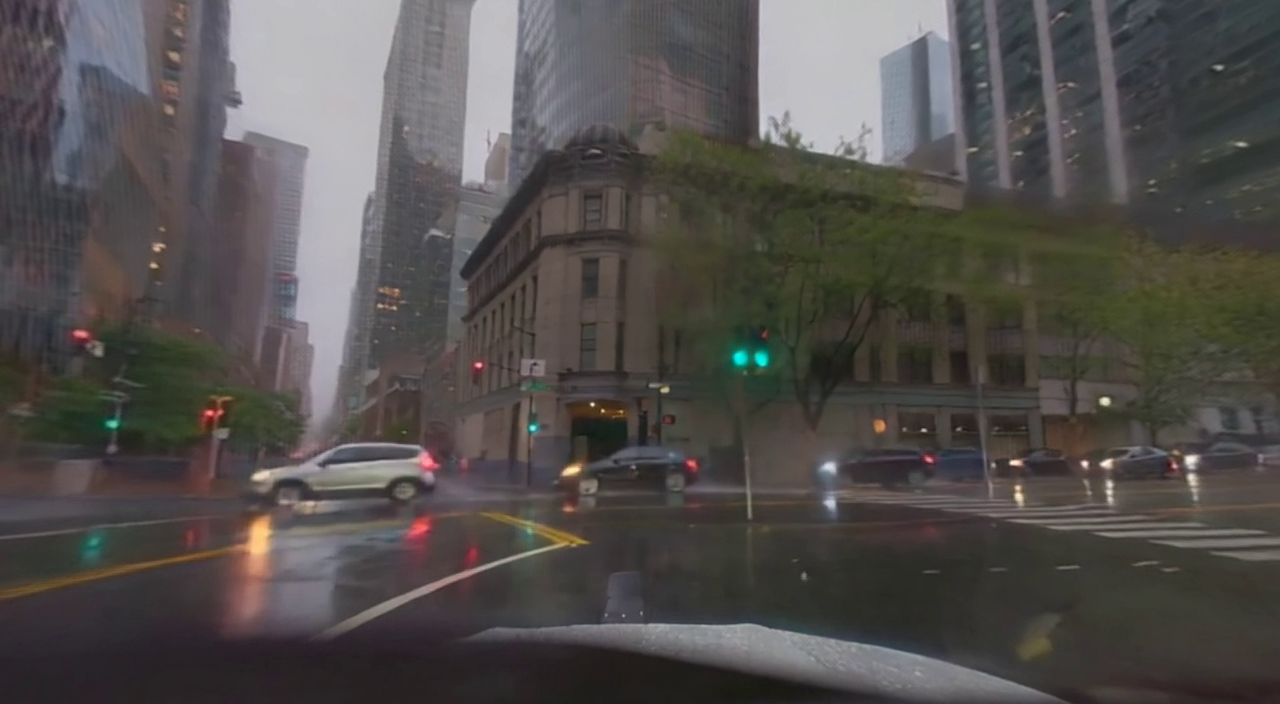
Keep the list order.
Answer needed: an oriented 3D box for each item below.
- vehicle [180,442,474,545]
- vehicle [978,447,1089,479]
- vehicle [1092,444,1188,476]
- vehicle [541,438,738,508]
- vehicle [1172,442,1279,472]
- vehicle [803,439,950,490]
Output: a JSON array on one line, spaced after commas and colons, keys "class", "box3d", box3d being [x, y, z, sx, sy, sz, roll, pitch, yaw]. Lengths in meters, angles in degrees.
[{"class": "vehicle", "box3d": [-5.293, 2.380, 11.371, 1.818, 1.439, 4.371, -5, -10, 30]}, {"class": "vehicle", "box3d": [19.638, 5.541, 31.571, 4.418, 1.556, 1.814, 1, -10, -7]}, {"class": "vehicle", "box3d": [25.667, 5.543, 32.420, 3.522, 1.546, 1.721, 1, -9, -6]}, {"class": "vehicle", "box3d": [-0.038, 3.083, 16.493, 4.749, 1.624, 1.926, 3, -9, -19]}, {"class": "vehicle", "box3d": [30.563, 5.423, 32.705, 4.494, 1.481, 1.783, 1, -9, -6]}, {"class": "vehicle", "box3d": [8.042, 3.831, 21.658, 4.291, 1.606, 1.859, 1, -9, -8]}]
